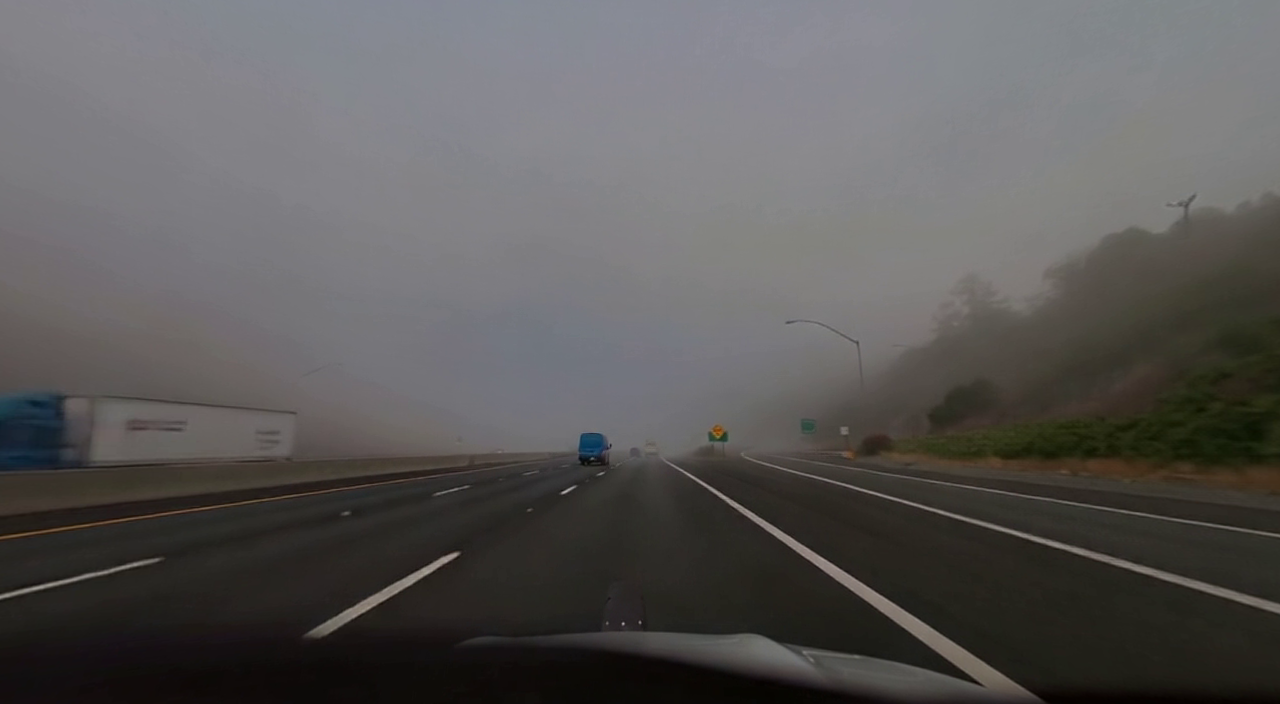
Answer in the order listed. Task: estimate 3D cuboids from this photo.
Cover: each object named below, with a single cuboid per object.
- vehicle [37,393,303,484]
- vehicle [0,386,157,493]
[{"bbox_3d":[-26.126,5.200,37.333,2.883,4.138,16.730,0,-8,0],"label":"vehicle"},{"bbox_3d":[-26.078,3.829,27.298,3.058,4.063,8.617,0,-8,1],"label":"vehicle"}]
